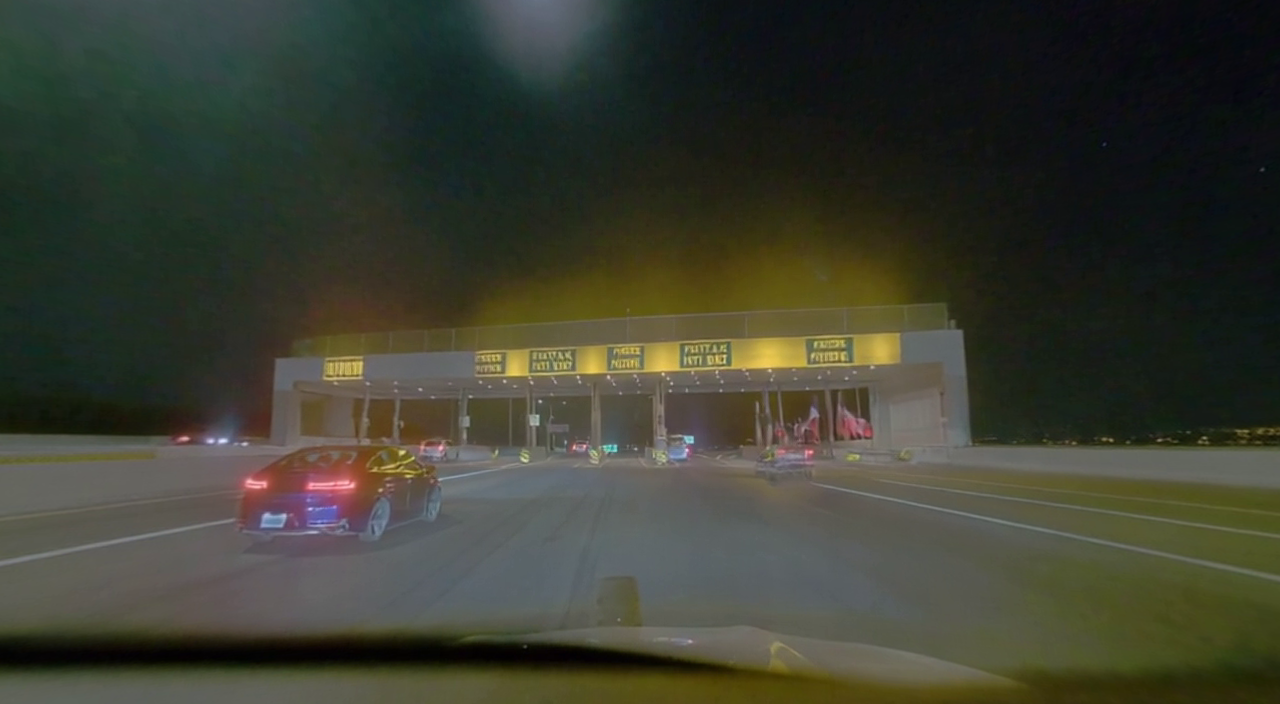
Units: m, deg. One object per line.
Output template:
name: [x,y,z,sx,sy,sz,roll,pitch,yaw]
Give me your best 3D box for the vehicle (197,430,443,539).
vehicle: [-5.047,2.124,10.831,1.981,1.465,4.334,0,-8,-1]
